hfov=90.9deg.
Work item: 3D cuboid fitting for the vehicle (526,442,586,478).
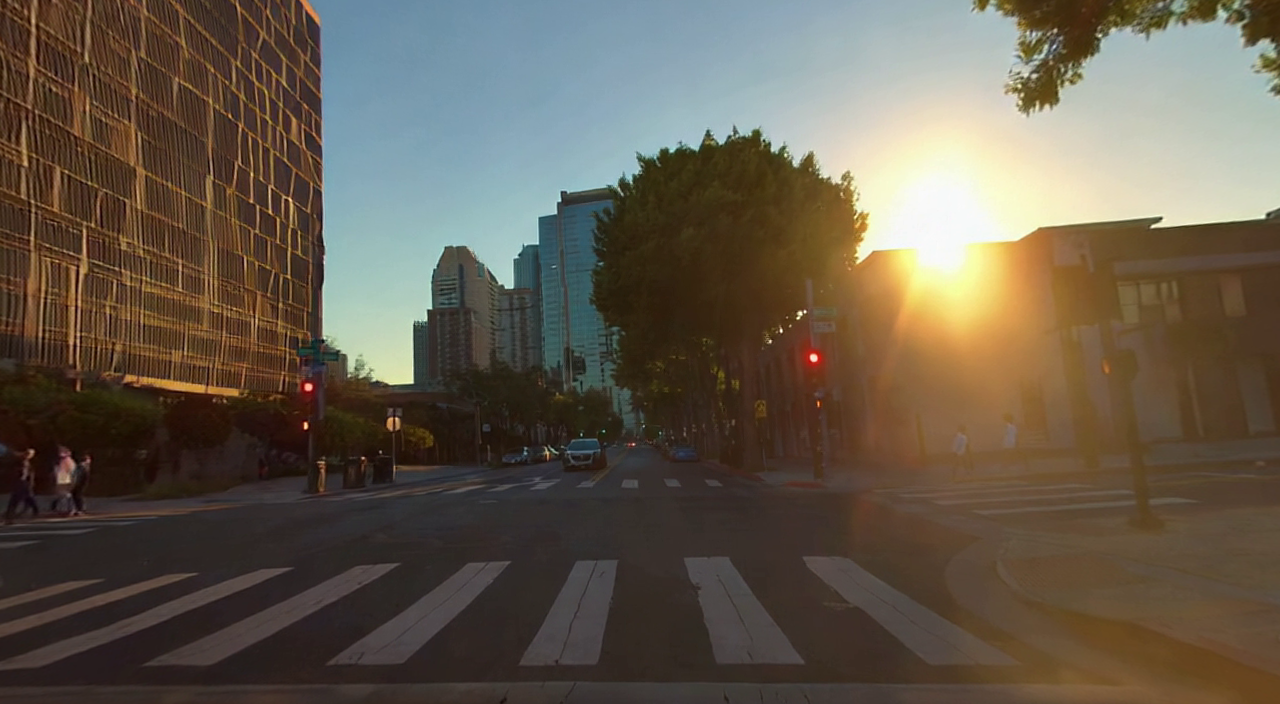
[{"bbox_3d":[-3.673,4.816,28.462,1.989,1.481,4.500,0,-8,1],"label":"vehicle"}]

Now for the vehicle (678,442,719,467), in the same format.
[{"bbox_3d":[3.536,6.282,38.862,1.853,1.426,4.160,1,-8,-3],"label":"vehicle"}]

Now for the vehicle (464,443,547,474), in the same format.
[{"bbox_3d":[-8.033,6.369,38.009,1.963,1.726,4.526,-8,-12,44],"label":"vehicle"}]
